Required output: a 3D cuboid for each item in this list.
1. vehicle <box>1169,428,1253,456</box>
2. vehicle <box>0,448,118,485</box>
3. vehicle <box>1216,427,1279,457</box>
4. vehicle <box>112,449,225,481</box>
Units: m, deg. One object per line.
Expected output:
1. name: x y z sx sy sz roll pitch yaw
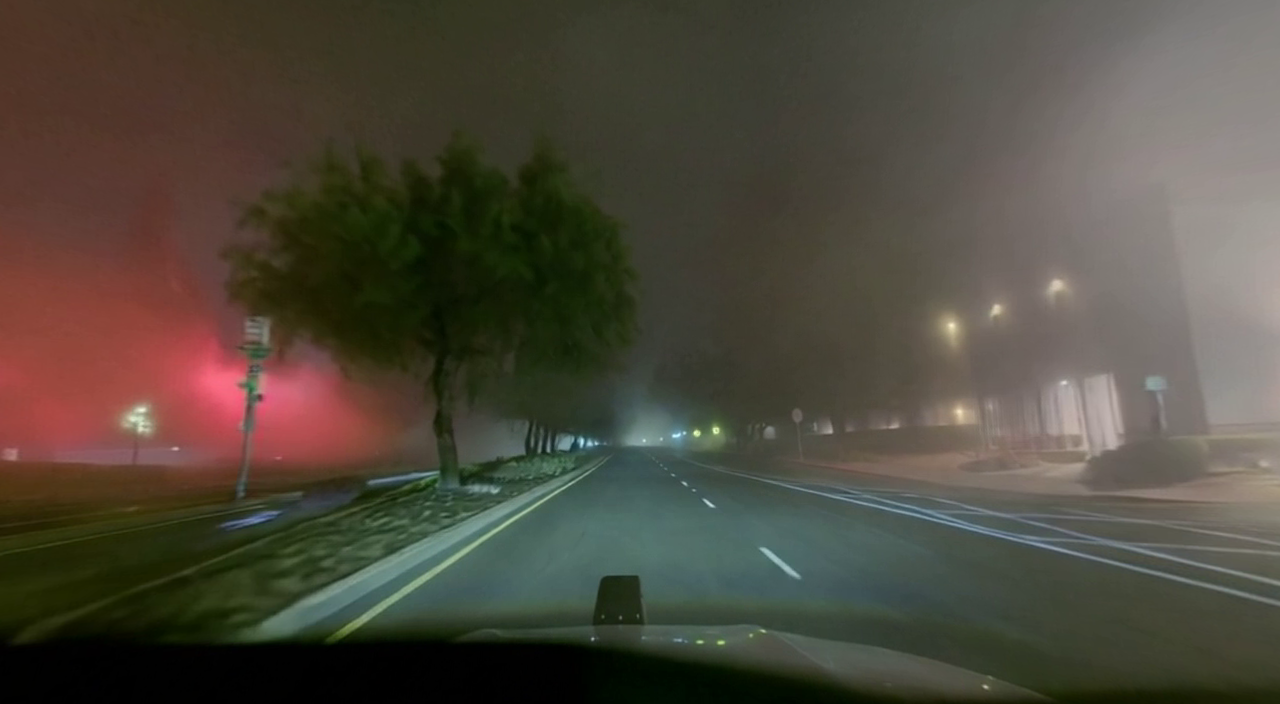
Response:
1. vehicle: 34.386 5.431 38.071 3.470 1.424 1.592 -3 -9 -4
2. vehicle: -32.246 6.262 34.824 2.122 1.886 4.993 -8 -12 43
3. vehicle: 34.735 5.007 35.255 3.484 1.433 1.608 -3 -9 -3
4. vehicle: -26.551 6.356 35.692 4.673 1.717 2.044 0 -8 1
